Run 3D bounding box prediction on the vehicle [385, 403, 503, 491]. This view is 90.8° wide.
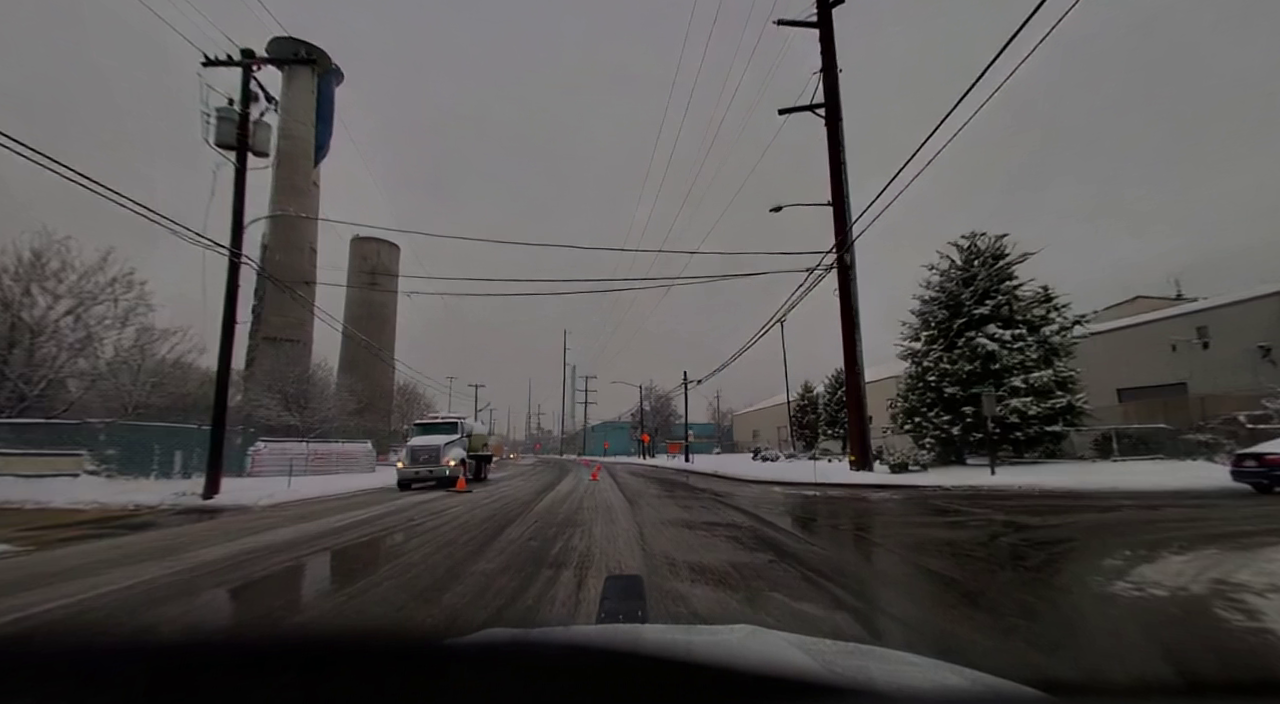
[{"bbox_3d":[-8.145,4.172,27.520,2.991,3.173,7.929,-1,-9,-3],"label":"vehicle"}]
